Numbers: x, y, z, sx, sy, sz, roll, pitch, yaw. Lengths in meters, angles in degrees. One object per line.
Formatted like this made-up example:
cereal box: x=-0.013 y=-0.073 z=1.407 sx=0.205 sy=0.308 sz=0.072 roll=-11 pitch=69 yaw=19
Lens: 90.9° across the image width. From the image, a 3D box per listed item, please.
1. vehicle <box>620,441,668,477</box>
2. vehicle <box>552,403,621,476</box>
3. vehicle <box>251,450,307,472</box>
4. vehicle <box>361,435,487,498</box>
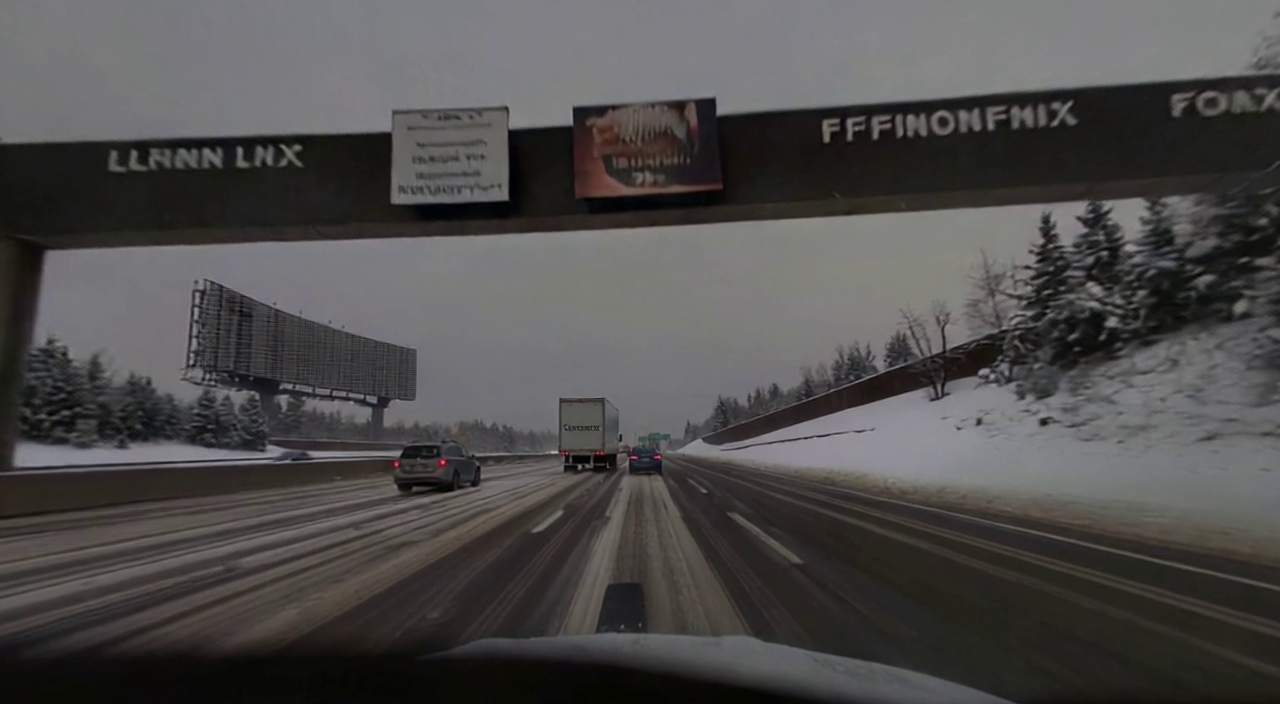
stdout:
vehicle: x=0.214 y=5.067 z=30.020 sx=2.168 sy=1.597 sz=3.615 roll=0 pitch=-9 yaw=1
vehicle: x=-2.710 y=4.882 z=34.840 sx=2.794 sy=3.460 sz=8.595 roll=-1 pitch=-9 yaw=2
vehicle: x=-26.596 y=8.000 z=46.585 sx=1.756 sy=1.501 sz=4.035 roll=0 pitch=-9 yaw=1
vehicle: x=-6.350 y=3.412 z=19.200 sx=2.124 sy=1.674 sz=4.541 roll=0 pitch=-9 yaw=1
